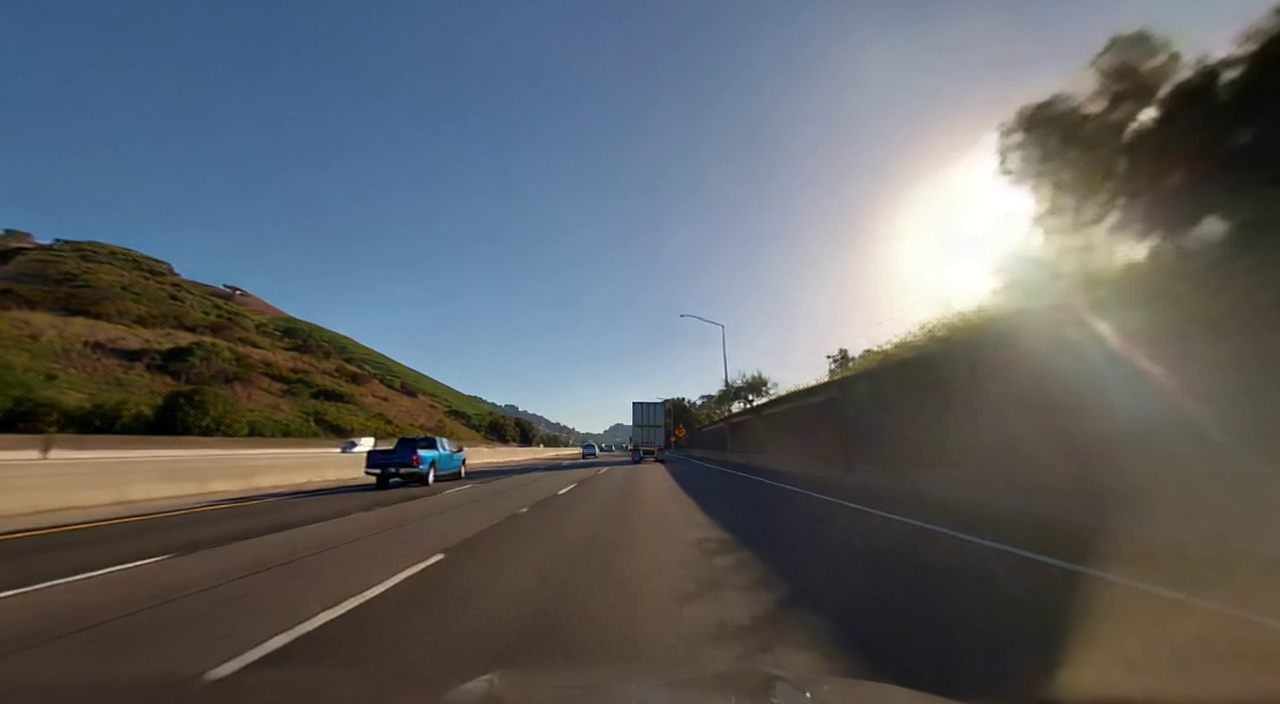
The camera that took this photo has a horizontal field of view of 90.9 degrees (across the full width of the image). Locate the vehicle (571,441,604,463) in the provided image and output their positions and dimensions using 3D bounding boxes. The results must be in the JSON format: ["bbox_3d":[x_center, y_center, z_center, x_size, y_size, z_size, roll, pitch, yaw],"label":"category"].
[{"bbox_3d":[-3.848,7.446,47.159,1.983,1.508,4.060,0,-8,2],"label":"vehicle"}]

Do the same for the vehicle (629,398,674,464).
[{"bbox_3d":[0.894,6.213,48.553,2.951,4.229,15.519,0,-8,1],"label":"vehicle"}]

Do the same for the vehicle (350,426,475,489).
[{"bbox_3d":[-7.427,3.497,21.341,2.113,1.837,5.339,0,-8,2],"label":"vehicle"}]
